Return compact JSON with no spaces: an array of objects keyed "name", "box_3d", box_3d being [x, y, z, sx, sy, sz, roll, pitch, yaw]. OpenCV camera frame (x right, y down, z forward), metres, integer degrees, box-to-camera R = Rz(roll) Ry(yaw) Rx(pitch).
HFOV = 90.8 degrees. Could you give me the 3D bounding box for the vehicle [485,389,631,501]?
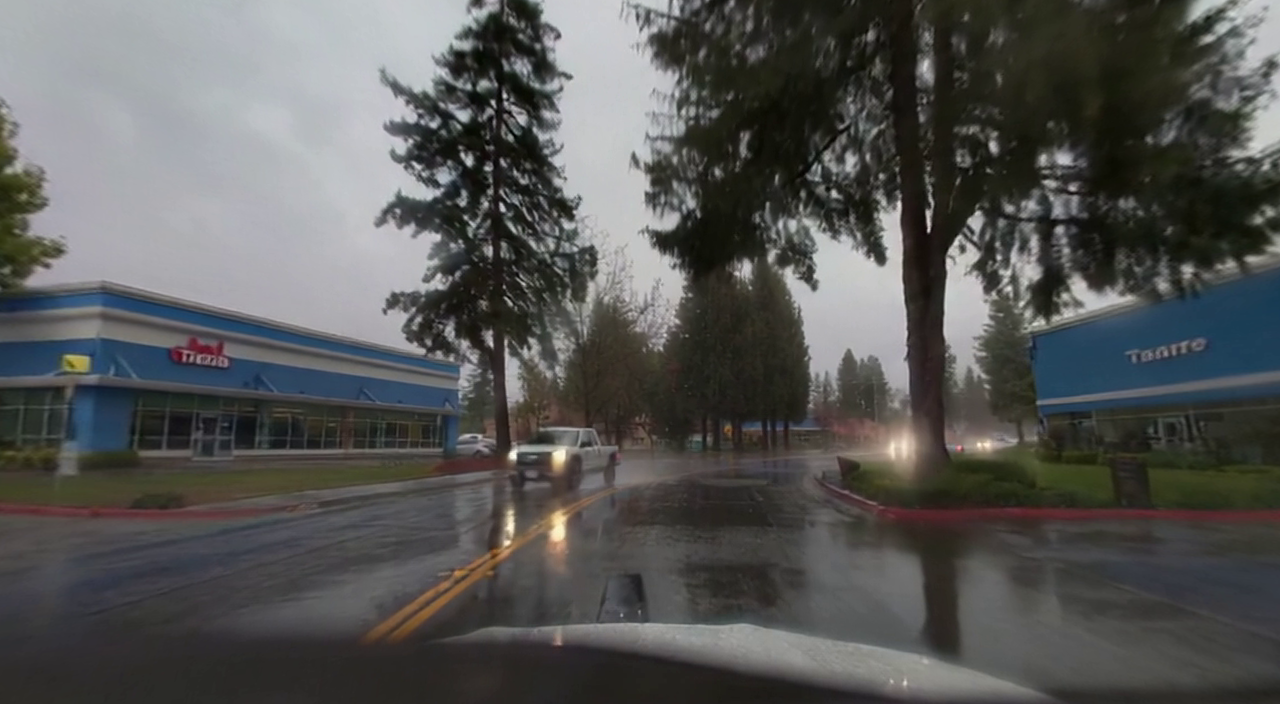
[{"name":"vehicle","box_3d":[-2.207,2.924,19.966,2.489,2.884,6.940,-2,-9,11]}]
